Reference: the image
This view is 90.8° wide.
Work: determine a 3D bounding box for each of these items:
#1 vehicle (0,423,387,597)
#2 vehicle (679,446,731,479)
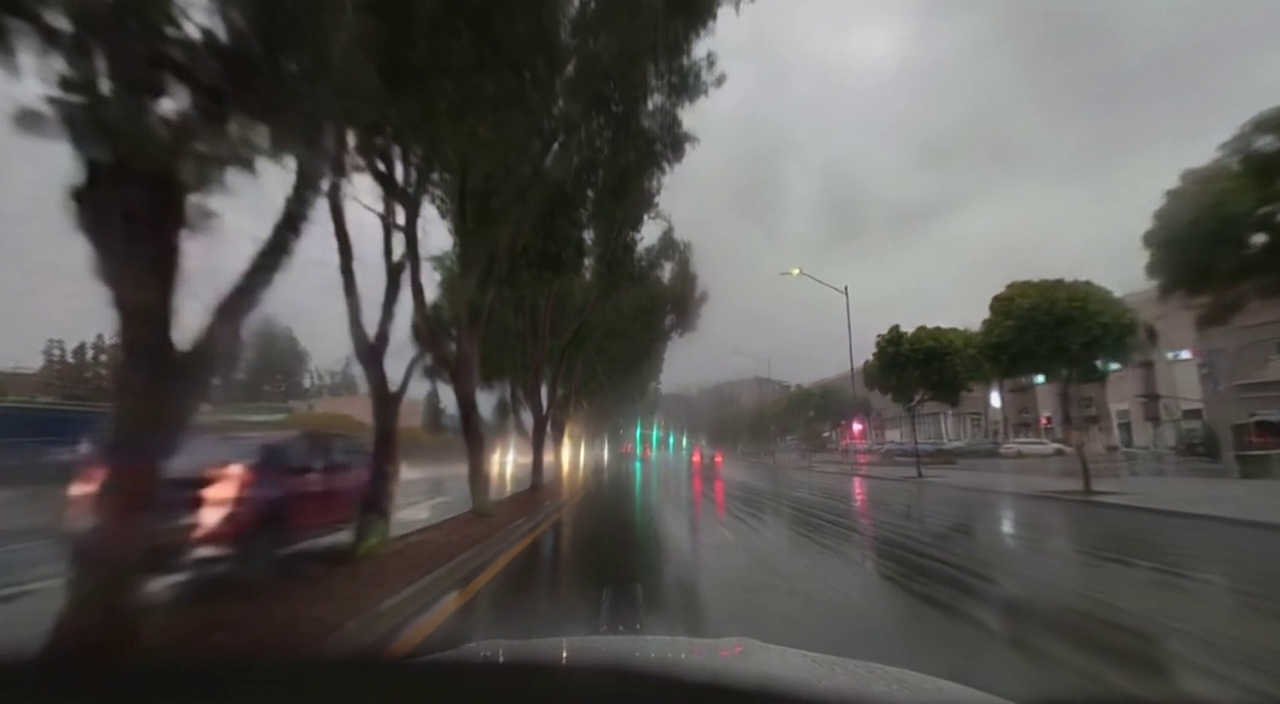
[{"bbox_3d":[-5.201,1.831,8.204,2.100,1.639,4.268,0,-9,-1],"label":"vehicle"},{"bbox_3d":[3.115,5.391,31.084,1.983,1.482,4.463,0,-9,-2],"label":"vehicle"}]
